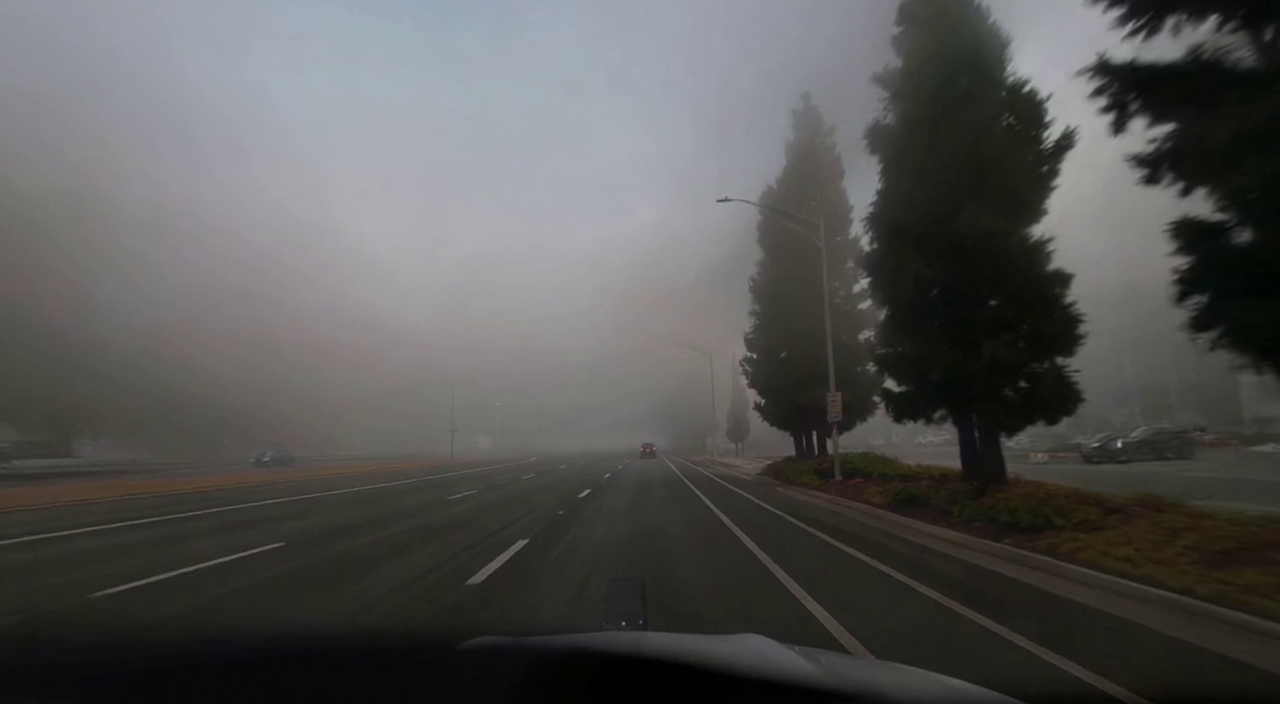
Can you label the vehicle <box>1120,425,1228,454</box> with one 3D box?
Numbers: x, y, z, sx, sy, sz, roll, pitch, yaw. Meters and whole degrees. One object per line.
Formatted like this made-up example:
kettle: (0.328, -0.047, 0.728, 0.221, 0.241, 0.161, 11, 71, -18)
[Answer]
vehicle: (34.374, 5.662, 40.697, 4.863, 1.801, 2.160, -1, -8, 3)
